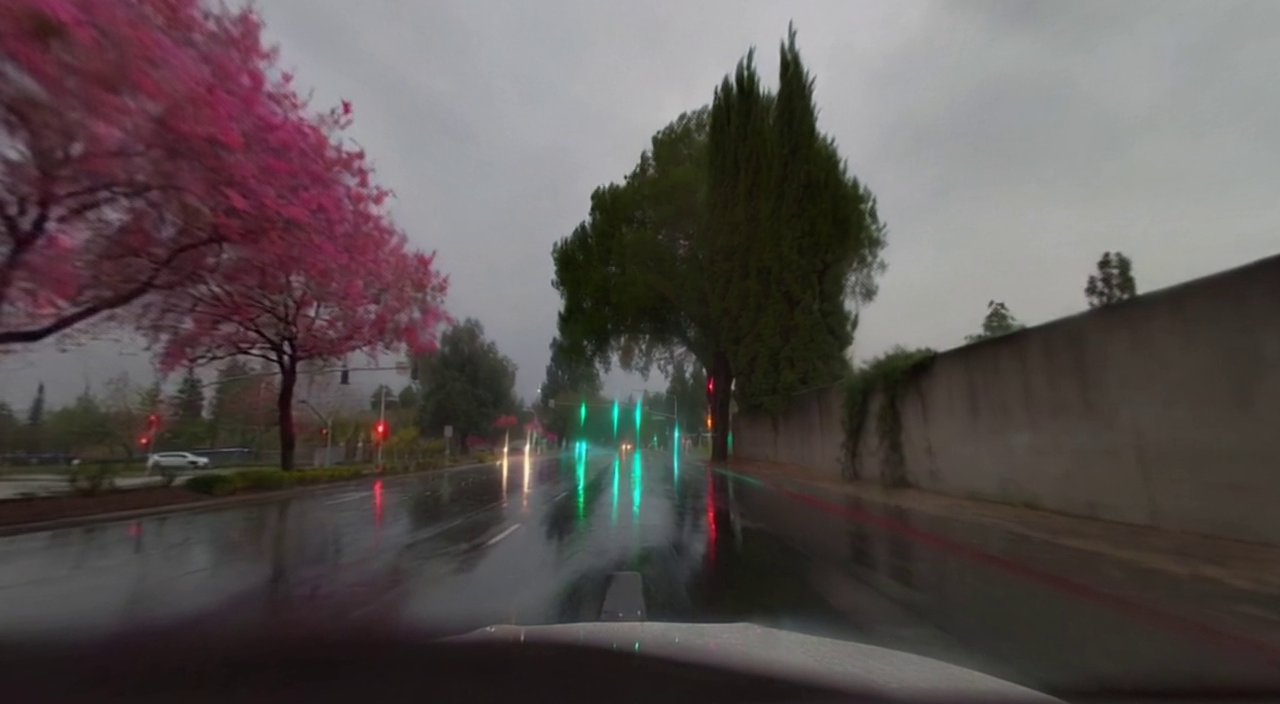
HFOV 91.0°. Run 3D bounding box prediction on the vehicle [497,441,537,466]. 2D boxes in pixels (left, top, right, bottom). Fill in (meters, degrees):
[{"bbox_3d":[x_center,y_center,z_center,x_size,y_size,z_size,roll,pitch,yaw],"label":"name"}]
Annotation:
[{"bbox_3d":[-7.897,6.585,40.738,1.783,1.501,4.307,0,-9,-1],"label":"vehicle"}]
